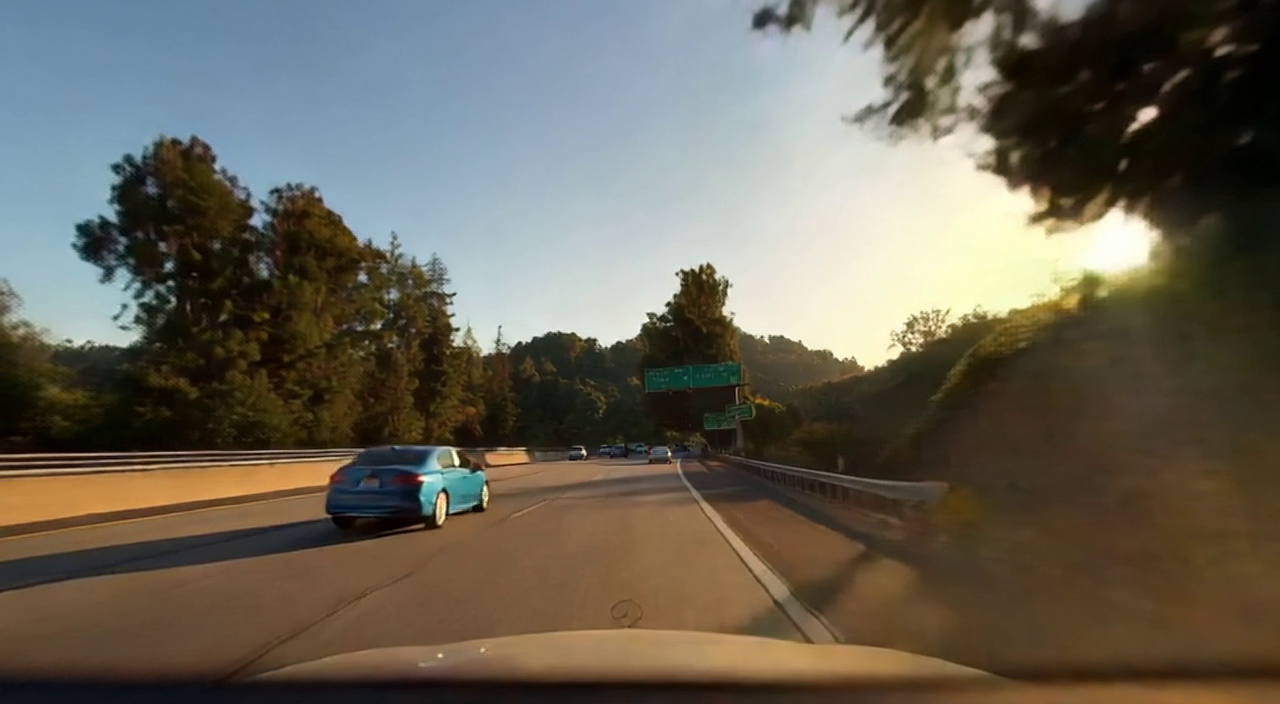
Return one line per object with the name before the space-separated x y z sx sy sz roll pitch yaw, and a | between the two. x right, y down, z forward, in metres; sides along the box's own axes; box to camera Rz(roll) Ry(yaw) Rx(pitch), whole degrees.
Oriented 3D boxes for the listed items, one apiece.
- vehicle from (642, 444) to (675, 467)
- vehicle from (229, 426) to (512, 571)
vehicle | 1.280 6.979 42.556 2.113 1.464 4.073 0 -8 3
vehicle | -3.356 1.906 9.056 2.024 1.531 4.431 0 -8 1
